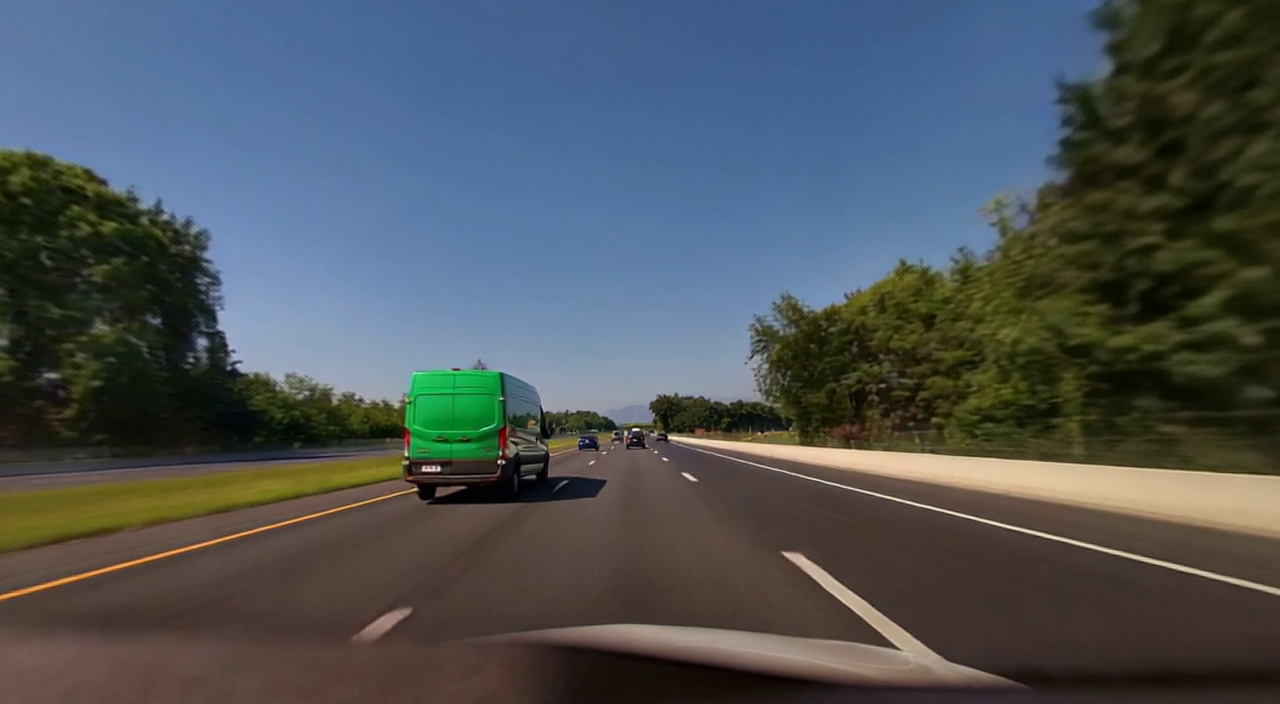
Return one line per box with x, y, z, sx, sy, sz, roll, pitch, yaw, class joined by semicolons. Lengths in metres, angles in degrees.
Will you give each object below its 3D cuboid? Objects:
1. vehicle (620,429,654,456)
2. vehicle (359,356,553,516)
-0.222;5.911;41.131;2.104;1.646;4.176;0;-8;-1;vehicle
-3.371;1.744;13.170;2.424;2.577;5.828;0;-8;-2;vehicle
